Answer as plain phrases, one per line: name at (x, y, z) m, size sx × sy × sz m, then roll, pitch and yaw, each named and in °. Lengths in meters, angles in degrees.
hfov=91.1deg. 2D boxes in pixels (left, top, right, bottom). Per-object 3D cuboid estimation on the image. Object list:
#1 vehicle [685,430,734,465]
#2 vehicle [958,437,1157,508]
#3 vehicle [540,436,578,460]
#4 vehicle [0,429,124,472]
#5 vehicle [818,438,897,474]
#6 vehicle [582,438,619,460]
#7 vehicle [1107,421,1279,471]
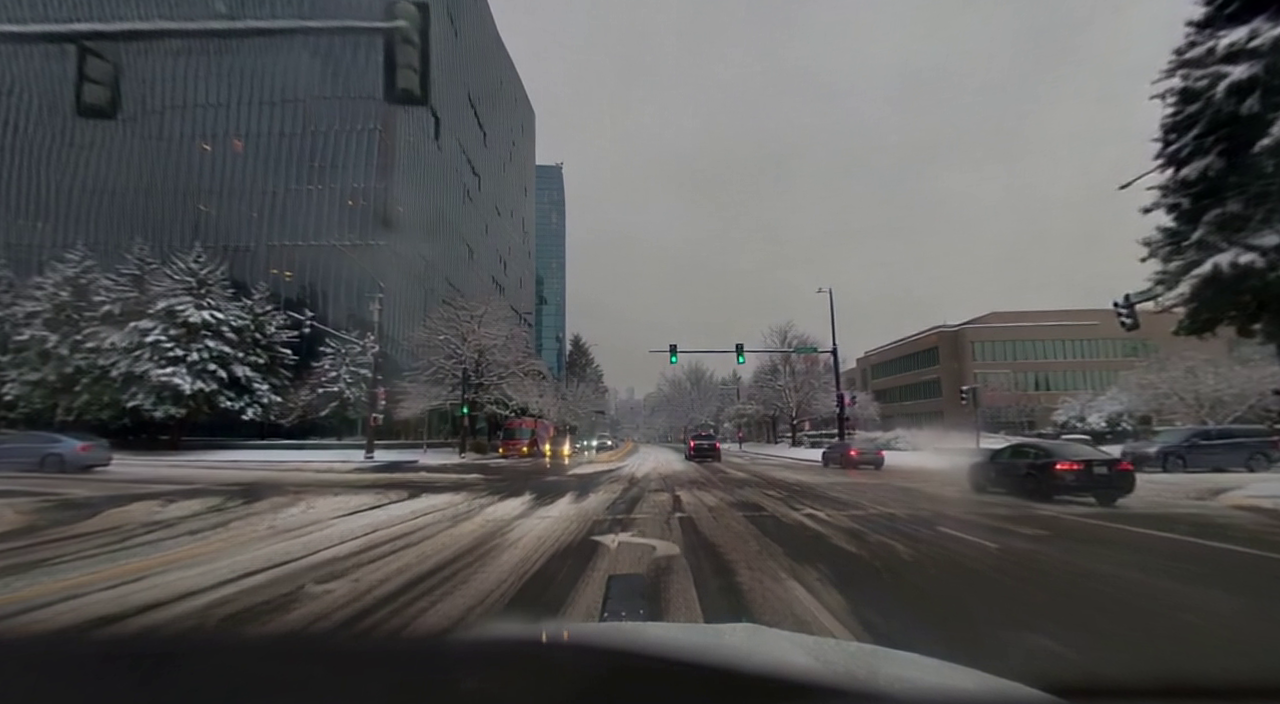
vehicle at (3.713, 5.237, 34.392) m, size 2.203 × 1.801 × 4.331 m, roll 0°, pitch -9°, yaw 0°
vehicle at (9.877, 2.857, 15.376) m, size 1.896 × 1.463 × 4.296 m, roll 0°, pitch -9°, yaw 0°
vehicle at (-6.039, 7.268, 47.438) m, size 2.182 × 1.677 × 4.384 m, roll 0°, pitch -9°, yaw 2°
vehicle at (-22.945, 3.745, 23.868) m, size 4.856 × 1.528 × 2.053 m, roll -1°, pitch -9°, yaw 1°
vehicle at (9.496, 4.573, 27.793) m, size 1.860 × 1.460 × 4.379 m, roll 0°, pitch -9°, yaw -1°
vehicle at (-2.688, 6.820, 44.074) m, size 2.147 × 1.481 × 4.331 m, roll 0°, pitch -9°, yaw 2°
vehicle at (23.996, 4.026, 26.748) m, size 6.170 × 1.978 × 2.399 m, roll 0°, pitch -10°, yaw 0°
